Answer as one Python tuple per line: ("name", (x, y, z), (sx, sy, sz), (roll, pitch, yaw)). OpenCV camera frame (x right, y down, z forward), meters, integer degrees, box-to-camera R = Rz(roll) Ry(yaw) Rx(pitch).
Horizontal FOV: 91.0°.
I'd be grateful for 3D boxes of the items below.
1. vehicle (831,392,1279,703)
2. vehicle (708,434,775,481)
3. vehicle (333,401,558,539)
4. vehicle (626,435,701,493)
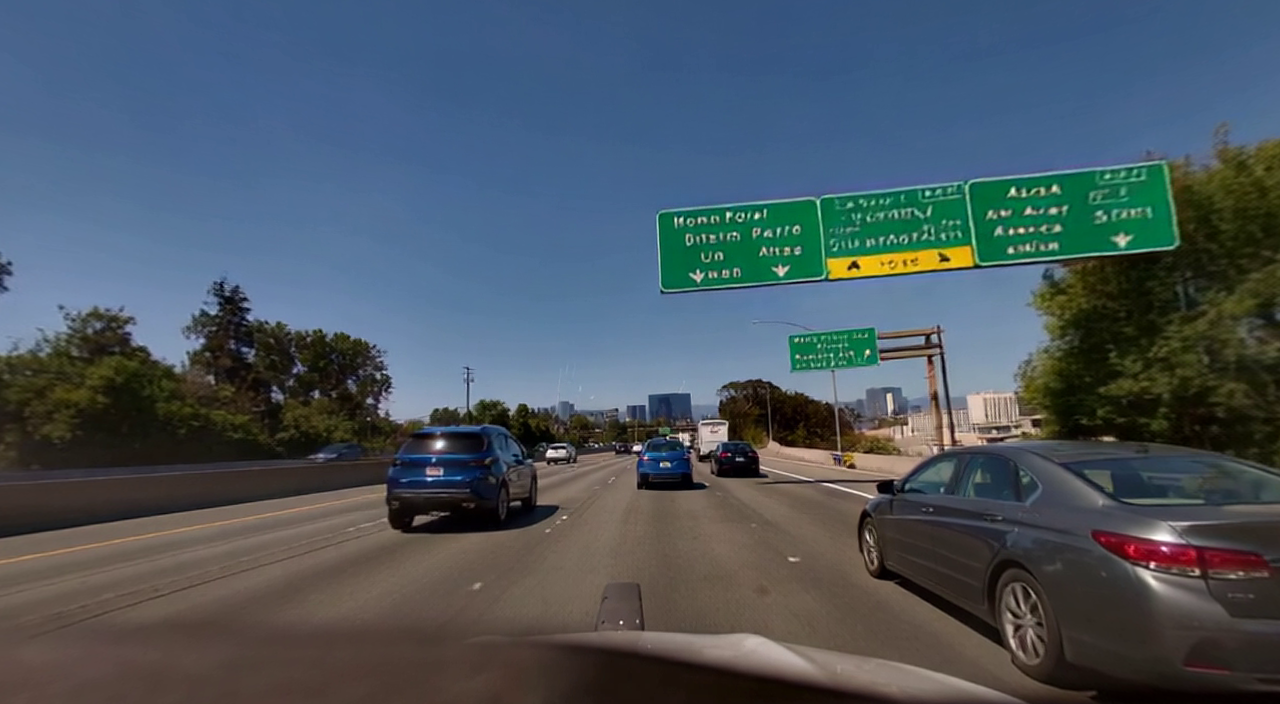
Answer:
("vehicle", (3.025, 1.218, 4.277), (2.009, 1.489, 4.559), (0, -9, 0))
("vehicle", (3.905, 4.167, 25.004), (2.076, 1.684, 4.241), (0, -9, 2))
("vehicle", (-3.155, 2.110, 11.785), (2.434, 1.965, 5.305), (0, -9, 1))
("vehicle", (0.697, 3.433, 19.563), (2.074, 1.614, 3.803), (0, -9, 1))
